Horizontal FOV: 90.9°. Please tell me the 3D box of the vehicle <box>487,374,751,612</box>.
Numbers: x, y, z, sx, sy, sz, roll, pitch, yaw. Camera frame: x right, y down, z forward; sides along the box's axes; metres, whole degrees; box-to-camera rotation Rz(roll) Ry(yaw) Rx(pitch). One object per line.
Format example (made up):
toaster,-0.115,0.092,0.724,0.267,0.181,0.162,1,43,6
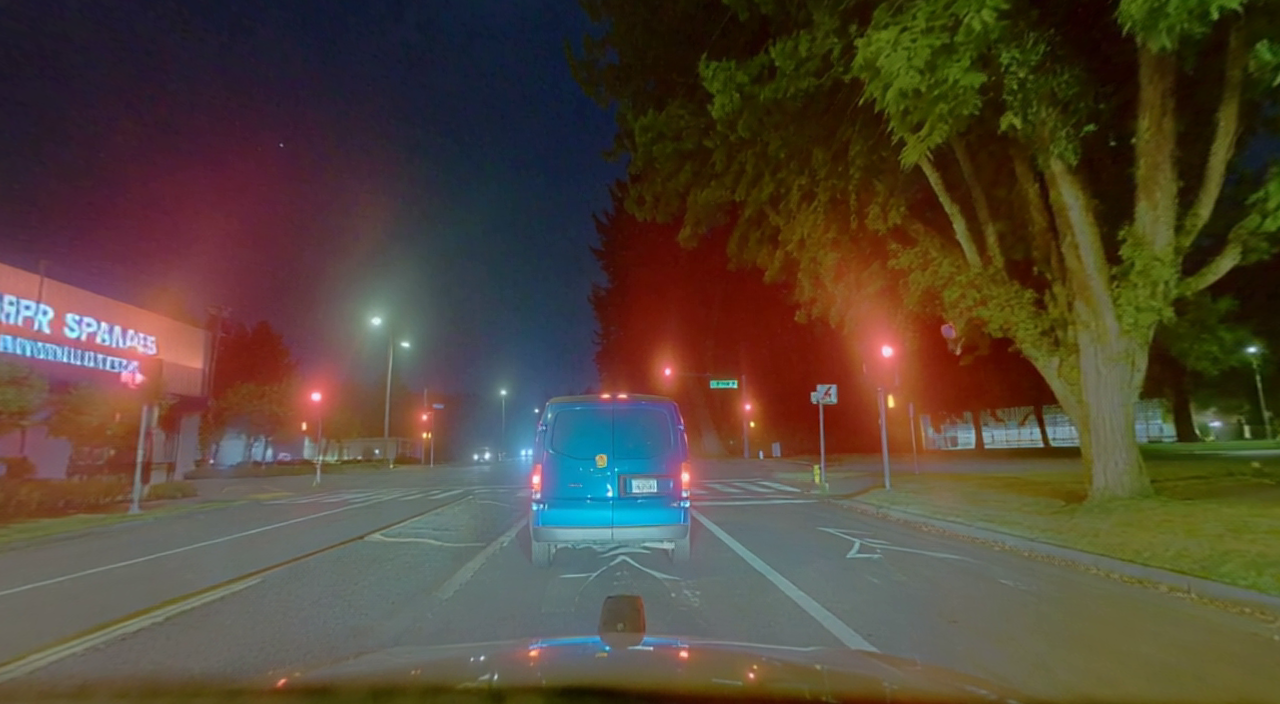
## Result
vehicle,-0.296,1.467,7.289,2.181,1.949,3.932,1,-9,-4
